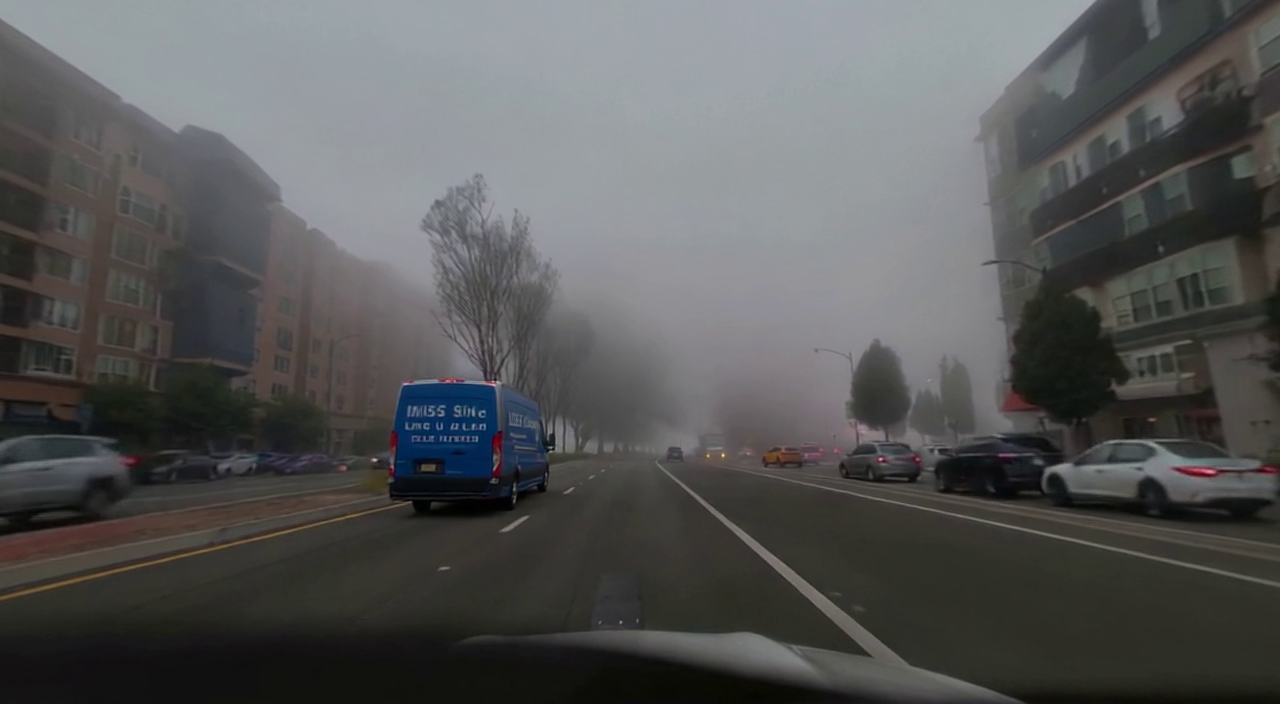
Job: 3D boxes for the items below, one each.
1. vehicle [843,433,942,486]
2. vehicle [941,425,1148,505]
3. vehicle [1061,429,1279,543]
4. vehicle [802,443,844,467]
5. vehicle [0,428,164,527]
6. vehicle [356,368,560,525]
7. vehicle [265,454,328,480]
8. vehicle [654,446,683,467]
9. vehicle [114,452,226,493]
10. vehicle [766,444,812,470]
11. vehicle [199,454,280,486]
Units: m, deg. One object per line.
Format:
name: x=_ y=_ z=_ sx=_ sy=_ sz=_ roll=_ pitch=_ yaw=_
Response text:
vehicle: x=9.088 y=3.904 z=23.153 sx=1.766 sy=1.725 sz=4.221 roll=0 pitch=-8 yaw=-1
vehicle: x=9.687 y=2.731 z=15.695 sx=2.044 sy=1.673 sz=4.398 roll=0 pitch=-9 yaw=-3
vehicle: x=9.129 y=2.073 z=10.344 sx=1.802 sy=1.504 sz=3.797 roll=0 pitch=-9 yaw=-1
vehicle: x=11.935 y=6.721 z=41.396 sx=1.627 sy=1.493 sz=3.508 roll=0 pitch=-8 yaw=0
vehicle: x=-13.194 y=2.659 z=13.772 sx=2.041 sy=1.863 sz=4.639 roll=0 pitch=-8 yaw=-1
vehicle: x=-3.961 y=2.358 z=15.944 sx=2.763 sy=2.974 sz=7.562 roll=-1 pitch=-8 yaw=1
vehicle: x=-23.086 y=7.711 z=42.611 sx=1.835 sy=1.610 sz=4.452 roll=0 pitch=-8 yaw=-2
vehicle: x=2.107 y=7.953 z=48.314 sx=1.878 sy=1.534 sz=4.120 roll=0 pitch=-8 yaw=-2
vehicle: x=-22.915 y=5.838 z=31.078 sx=1.916 sy=1.782 sz=4.572 roll=-1 pitch=-8 yaw=1
vehicle: x=9.130 y=6.454 z=38.920 sx=1.850 sy=1.477 sz=3.520 roll=0 pitch=-9 yaw=-2
vehicle: x=-22.948 y=6.736 z=36.397 sx=1.873 sy=1.657 sz=4.381 roll=0 pitch=-9 yaw=-2
